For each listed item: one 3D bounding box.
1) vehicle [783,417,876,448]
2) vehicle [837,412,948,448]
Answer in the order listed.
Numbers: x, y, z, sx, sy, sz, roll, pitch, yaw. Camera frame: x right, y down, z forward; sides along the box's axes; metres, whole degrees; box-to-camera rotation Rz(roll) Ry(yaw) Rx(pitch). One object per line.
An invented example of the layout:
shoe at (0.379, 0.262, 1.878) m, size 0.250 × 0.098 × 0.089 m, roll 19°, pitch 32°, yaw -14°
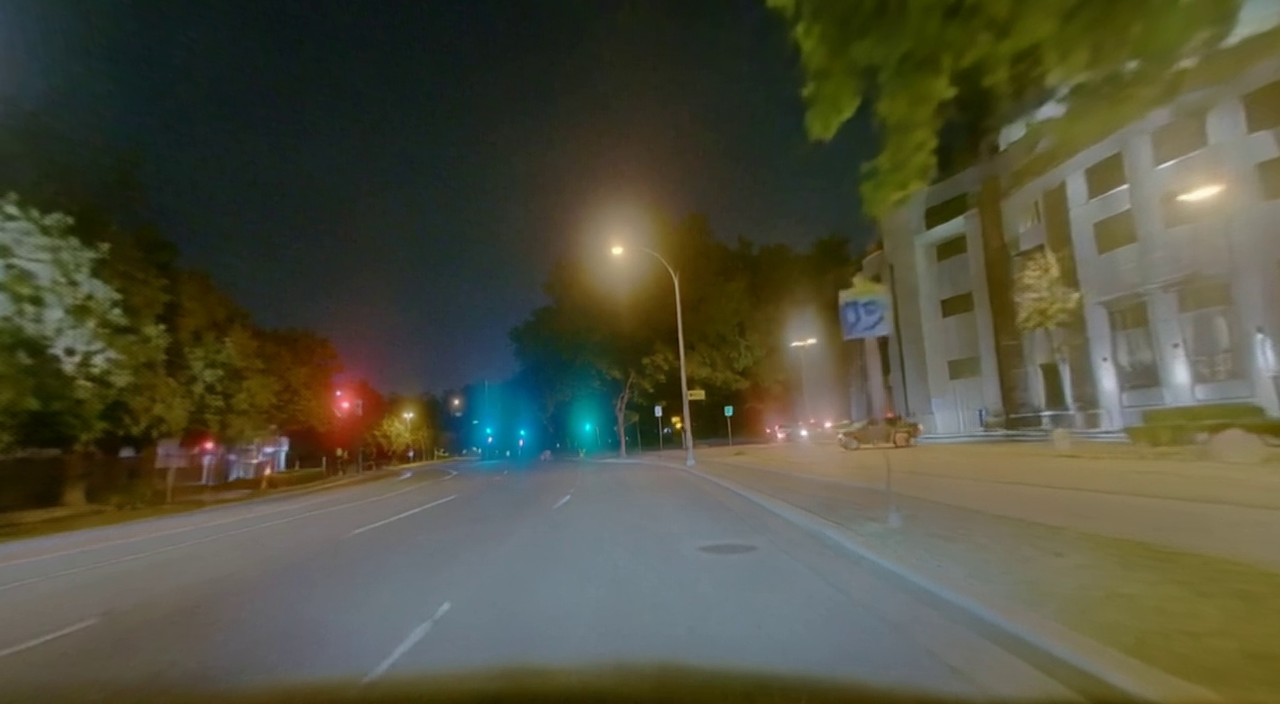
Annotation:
vehicle at (10.403, 4.453, 34.809) m, size 4.400 × 1.584 × 1.964 m, roll 2°, pitch -9°, yaw -12°
vehicle at (11.727, 3.667, 29.516) m, size 4.332 × 1.581 × 2.028 m, roll 1°, pitch -8°, yaw -11°
